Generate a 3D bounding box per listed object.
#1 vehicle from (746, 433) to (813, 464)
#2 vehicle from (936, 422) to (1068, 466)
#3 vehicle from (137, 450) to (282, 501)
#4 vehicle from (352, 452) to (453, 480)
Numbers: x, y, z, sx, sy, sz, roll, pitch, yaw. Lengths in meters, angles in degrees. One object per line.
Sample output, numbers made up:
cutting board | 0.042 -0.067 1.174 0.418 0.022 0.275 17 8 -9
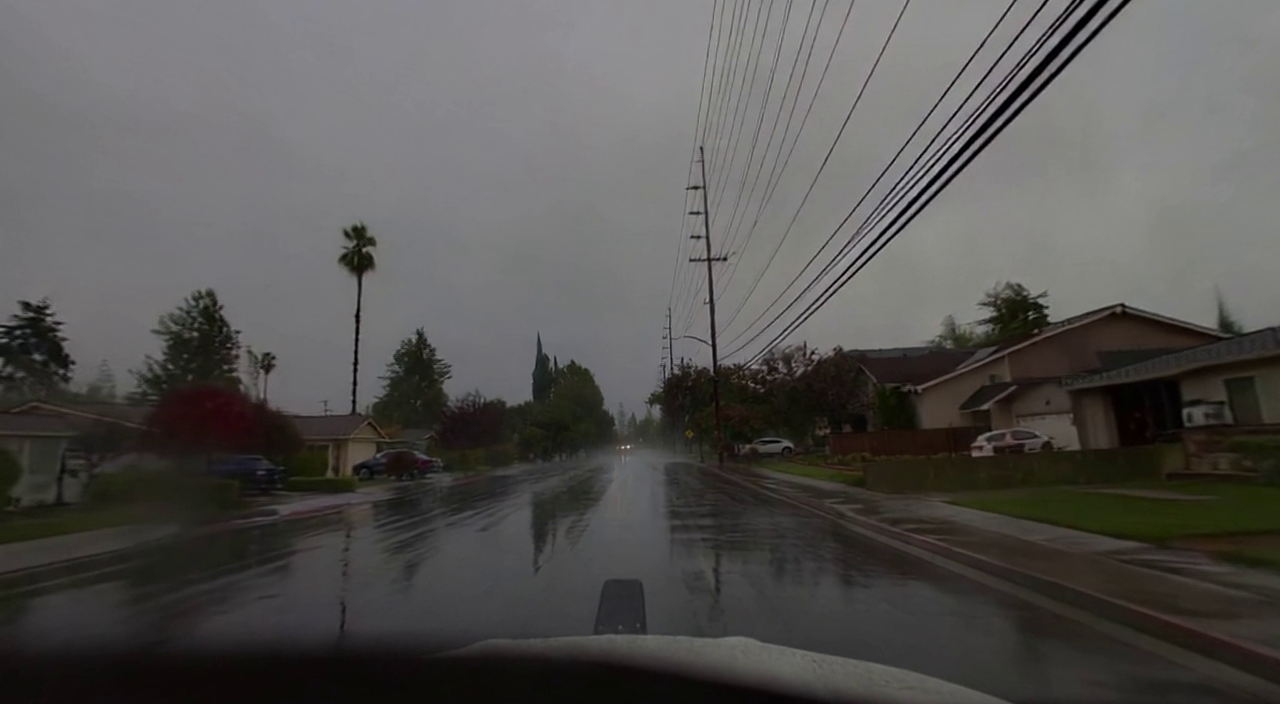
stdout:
vehicle | 10.568 7.353 48.271 4.574 1.699 2.093 -8 -8 5
vehicle | 14.465 3.714 25.414 4.078 1.516 1.798 -3 -9 2
vehicle | -15.335 4.386 22.912 1.816 1.614 4.866 0 -9 0
vehicle | -12.826 6.138 34.219 4.718 1.454 1.843 -1 -9 5
